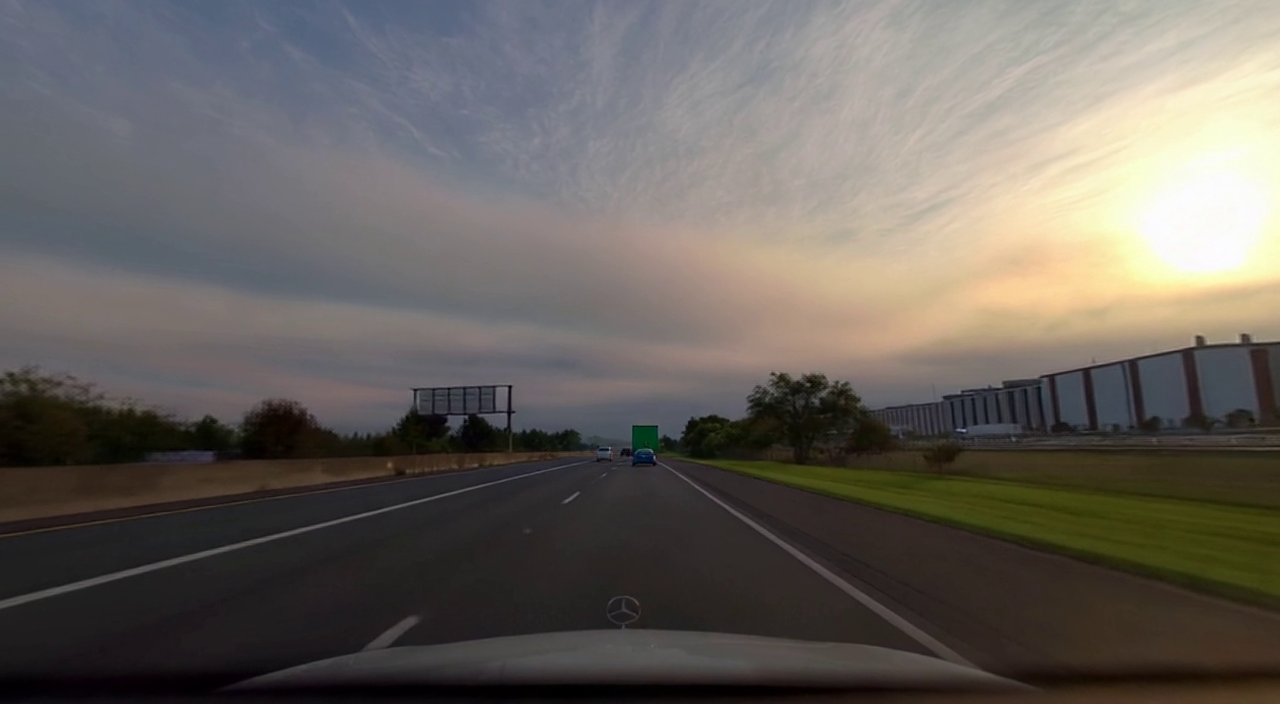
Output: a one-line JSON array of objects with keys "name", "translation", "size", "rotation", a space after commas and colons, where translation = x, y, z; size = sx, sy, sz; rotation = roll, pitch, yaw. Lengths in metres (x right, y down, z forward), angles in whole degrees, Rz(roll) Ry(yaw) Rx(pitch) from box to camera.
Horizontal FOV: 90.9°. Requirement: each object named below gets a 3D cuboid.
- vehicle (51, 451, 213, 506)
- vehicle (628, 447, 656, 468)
[{"name": "vehicle", "translation": [-17.071, 4.216, 21.534], "size": [1.858, 1.642, 4.420], "rotation": [-1, -9, 0]}, {"name": "vehicle", "translation": [0.199, 8.204, 49.199], "size": [2.094, 1.559, 3.945], "rotation": [-1, -9, 1]}]
